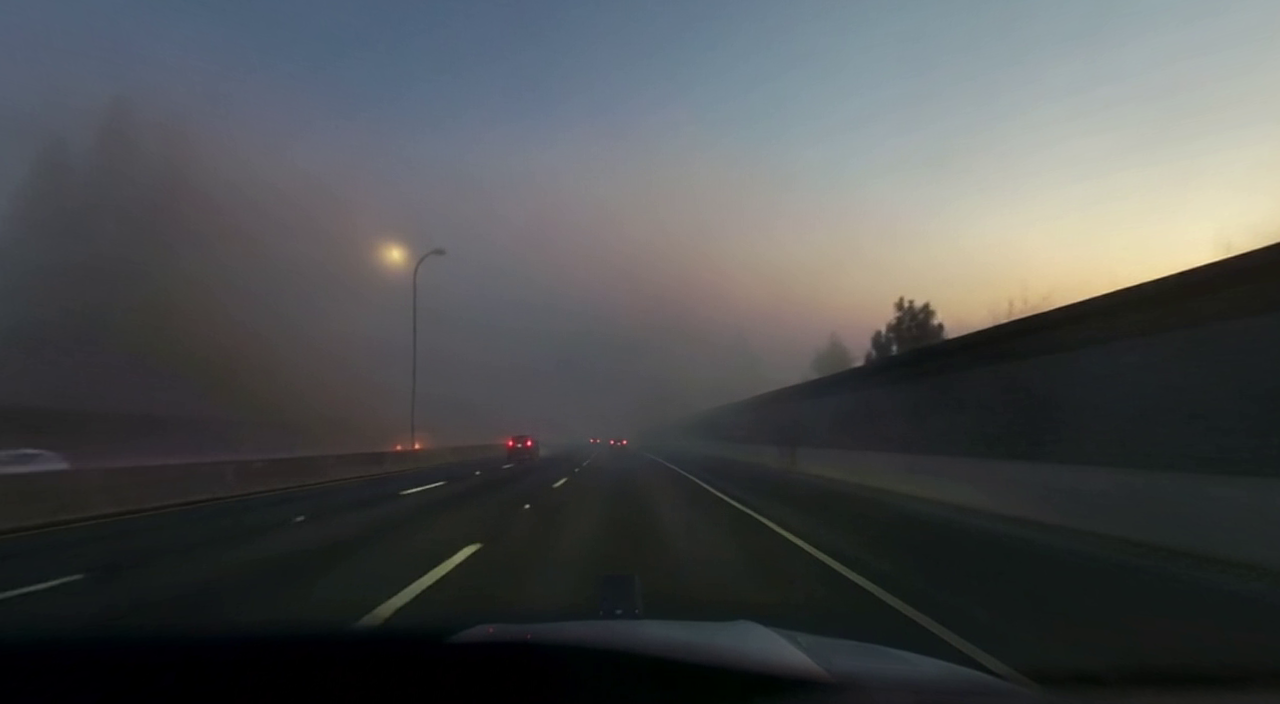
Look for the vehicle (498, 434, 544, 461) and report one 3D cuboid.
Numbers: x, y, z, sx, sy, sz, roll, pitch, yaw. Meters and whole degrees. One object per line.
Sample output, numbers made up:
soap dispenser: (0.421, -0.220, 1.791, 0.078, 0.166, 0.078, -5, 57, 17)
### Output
vehicle: (-6.870, 5.540, 36.708, 1.988, 1.505, 4.044, 0, -8, -1)
